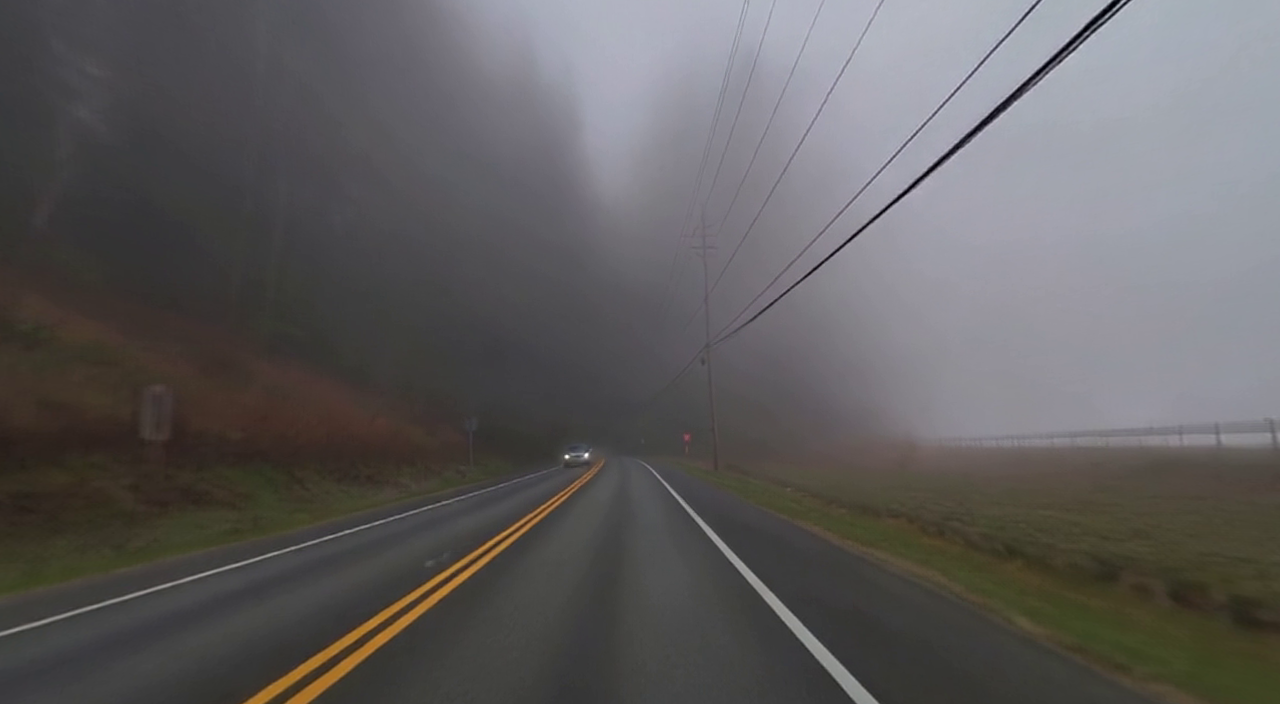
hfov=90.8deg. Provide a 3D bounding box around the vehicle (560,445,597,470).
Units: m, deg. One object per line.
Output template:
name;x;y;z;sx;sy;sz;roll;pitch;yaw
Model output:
vehicle;-4.055;7.025;42.262;2.030;1.552;4.188;1;-9;1
